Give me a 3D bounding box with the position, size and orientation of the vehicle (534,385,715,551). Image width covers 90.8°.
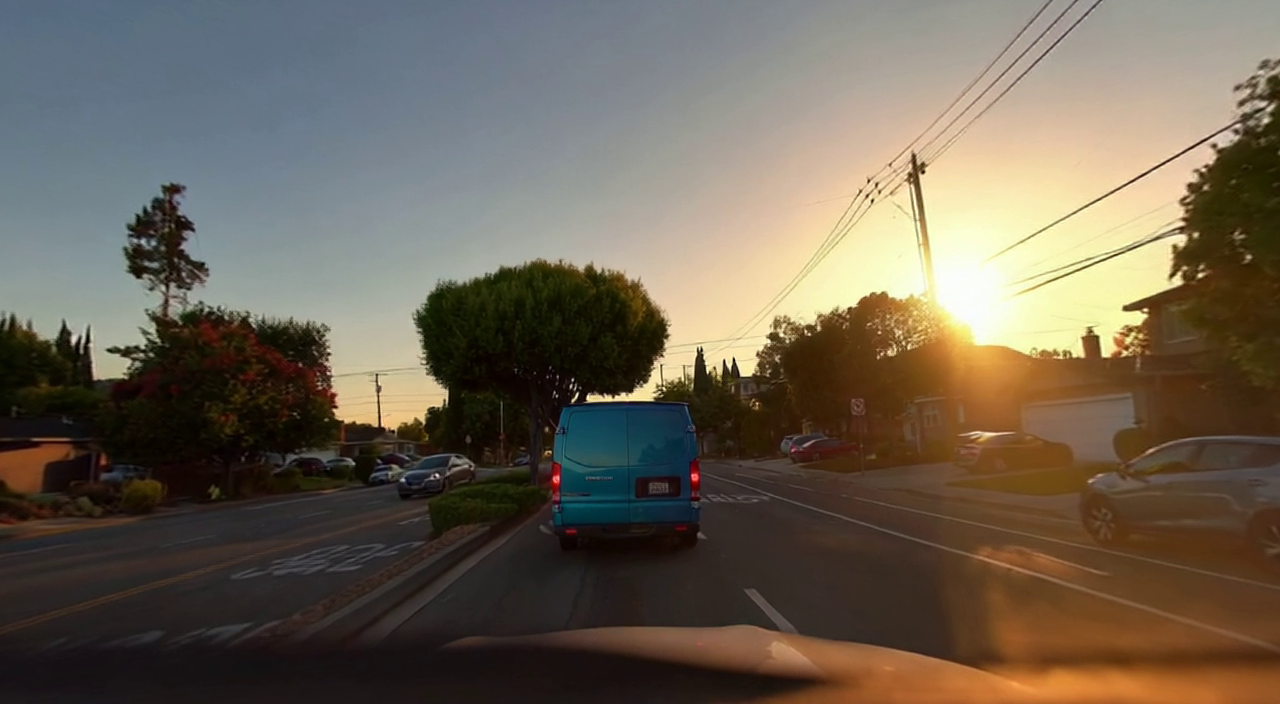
[{"bbox_3d":[-0.341,1.861,10.709,2.342,2.142,4.809,0,-9,-4],"label":"vehicle"}]

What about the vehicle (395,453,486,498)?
[{"bbox_3d":[-7.425,4.628,24.017,1.962,1.481,4.434,0,-9,1],"label":"vehicle"}]

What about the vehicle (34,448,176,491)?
[{"bbox_3d":[-26.917,5.903,31.932,5.026,2.017,2.215,0,-9,-1],"label":"vehicle"}]

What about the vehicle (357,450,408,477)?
[{"bbox_3d":[-18.013,7.792,44.458,1.841,1.769,4.105,0,-9,0],"label":"vehicle"}]

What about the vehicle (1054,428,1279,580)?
[{"bbox_3d":[7.337,1.693,7.465,1.883,1.504,4.220,0,-9,-2],"label":"vehicle"}]

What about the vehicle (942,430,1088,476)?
[{"bbox_3d":[13.128,3.563,22.294,3.916,1.517,1.887,0,-9,-1],"label":"vehicle"}]

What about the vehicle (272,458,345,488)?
[{"bbox_3d":[-18.458,6.737,35.382,1.816,1.445,4.120,0,-9,0],"label":"vehicle"}]

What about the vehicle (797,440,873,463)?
[{"bbox_3d":[13.095,6.676,42.548,4.483,1.463,1.805,0,-9,-1],"label":"vehicle"}]

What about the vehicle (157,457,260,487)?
[{"bbox_3d":[-27.429,7.621,40.316,4.972,1.776,2.057,0,-9,-1],"label":"vehicle"}]
